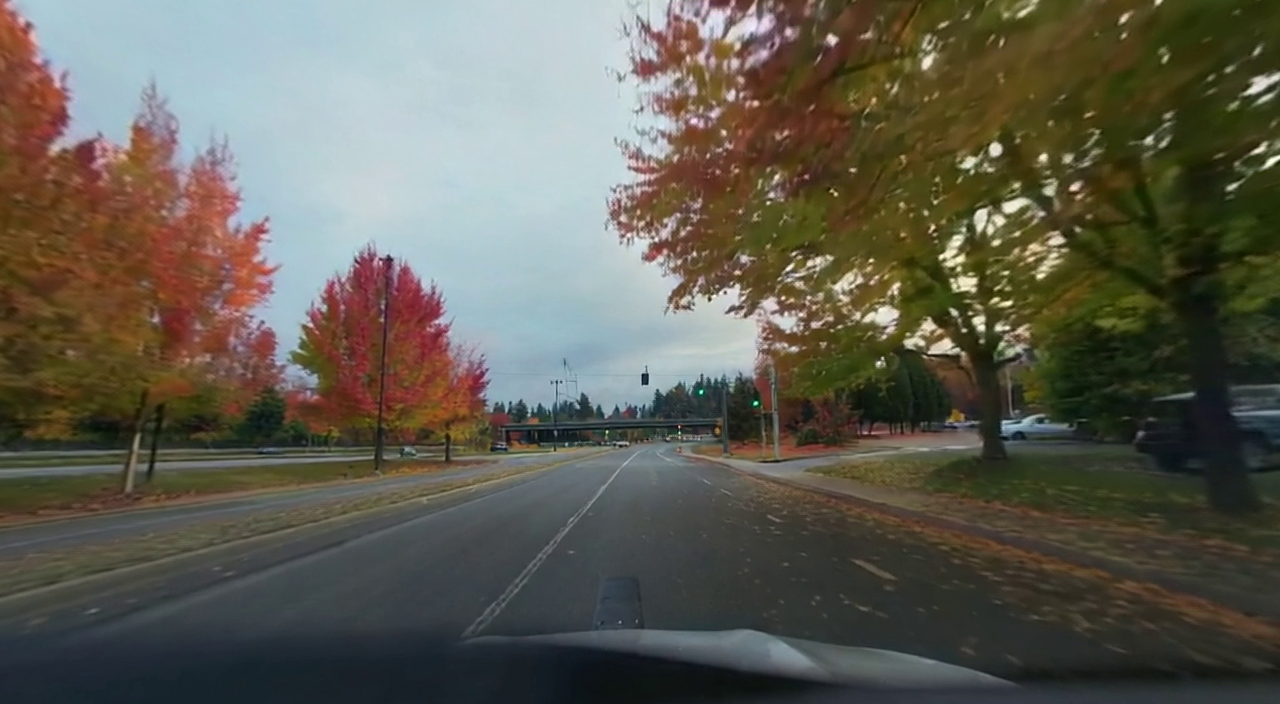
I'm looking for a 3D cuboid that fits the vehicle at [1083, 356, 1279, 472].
[{"bbox_3d":[11.209,1.144,11.072,5.208,1.823,2.155,1,-9,-3],"label":"vehicle"}]
